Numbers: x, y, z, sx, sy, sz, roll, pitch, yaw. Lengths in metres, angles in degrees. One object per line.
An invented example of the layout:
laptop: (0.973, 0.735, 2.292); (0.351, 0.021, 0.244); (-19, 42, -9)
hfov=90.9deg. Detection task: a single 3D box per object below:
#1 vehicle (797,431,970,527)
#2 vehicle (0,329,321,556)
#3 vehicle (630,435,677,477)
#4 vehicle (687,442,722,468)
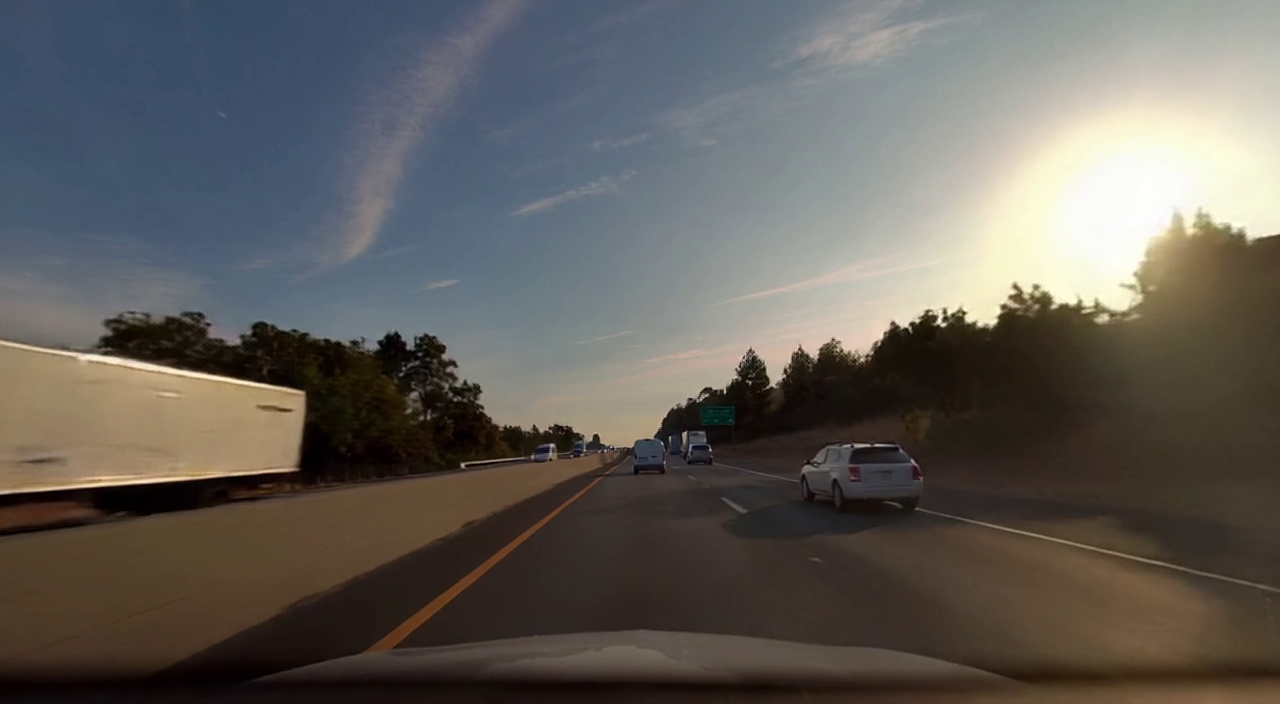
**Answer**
vehicle: (4.463, 2.360, 12.189); (1.868, 1.566, 3.509); (0, -9, -1)
vehicle: (-13.232, 2.333, 15.943); (2.898, 4.145, 14.046); (0, -9, 0)
vehicle: (0.622, 5.074, 30.934); (2.143, 1.925, 4.101); (0, -9, 1)
vehicle: (4.414, 7.145, 43.785); (1.961, 1.689, 3.971); (0, -9, -1)
